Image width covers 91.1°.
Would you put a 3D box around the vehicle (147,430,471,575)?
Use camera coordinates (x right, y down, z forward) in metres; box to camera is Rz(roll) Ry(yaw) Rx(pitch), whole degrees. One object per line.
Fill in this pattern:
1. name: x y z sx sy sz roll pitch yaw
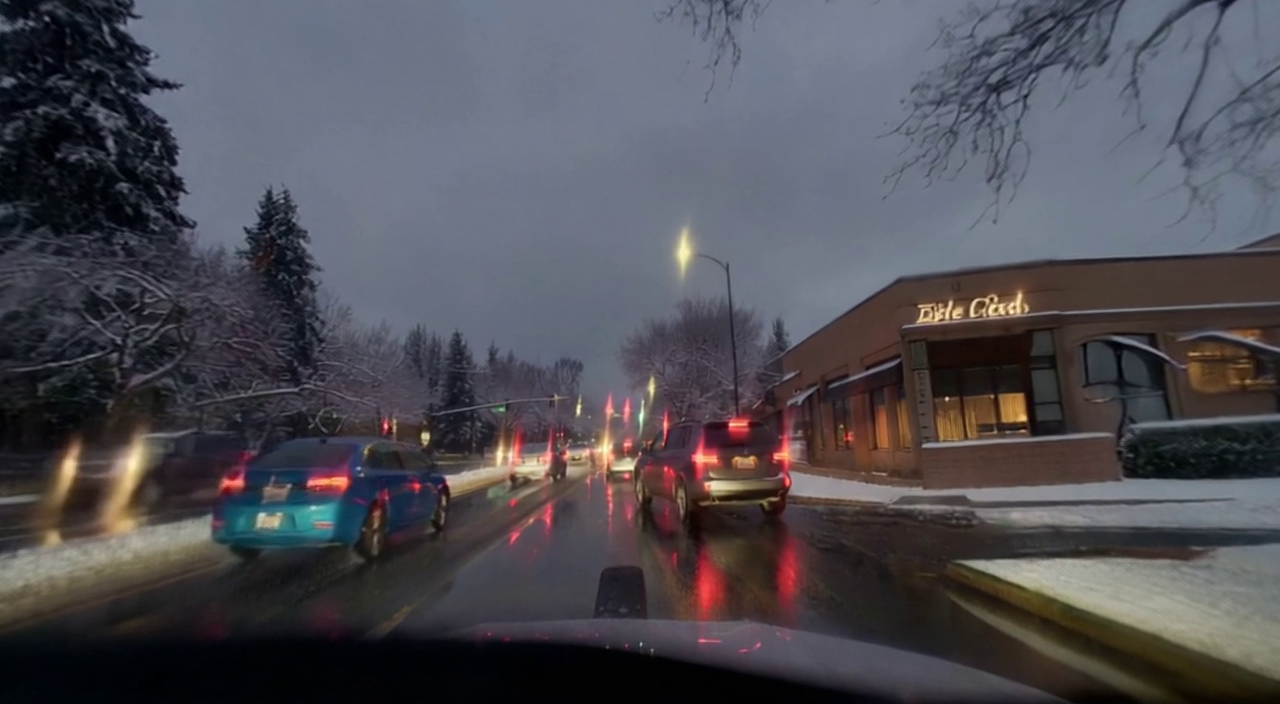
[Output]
1. vehicle: -3.977 1.863 8.618 2.026 1.466 4.282 0 -8 1

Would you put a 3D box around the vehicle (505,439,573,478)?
1. vehicle: -4.020 4.324 25.693 2.042 1.470 4.123 0 -8 0

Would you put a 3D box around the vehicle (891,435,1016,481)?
1. vehicle: 12.300 4.190 24.852 3.871 1.525 1.835 -3 -9 0

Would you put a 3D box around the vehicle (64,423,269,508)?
1. vehicle: -16.976 4.091 23.212 2.537 2.696 6.281 0 -9 1

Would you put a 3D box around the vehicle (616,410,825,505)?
1. vehicle: 1.846 2.529 15.327 4.642 1.955 2.052 -7 -11 38
